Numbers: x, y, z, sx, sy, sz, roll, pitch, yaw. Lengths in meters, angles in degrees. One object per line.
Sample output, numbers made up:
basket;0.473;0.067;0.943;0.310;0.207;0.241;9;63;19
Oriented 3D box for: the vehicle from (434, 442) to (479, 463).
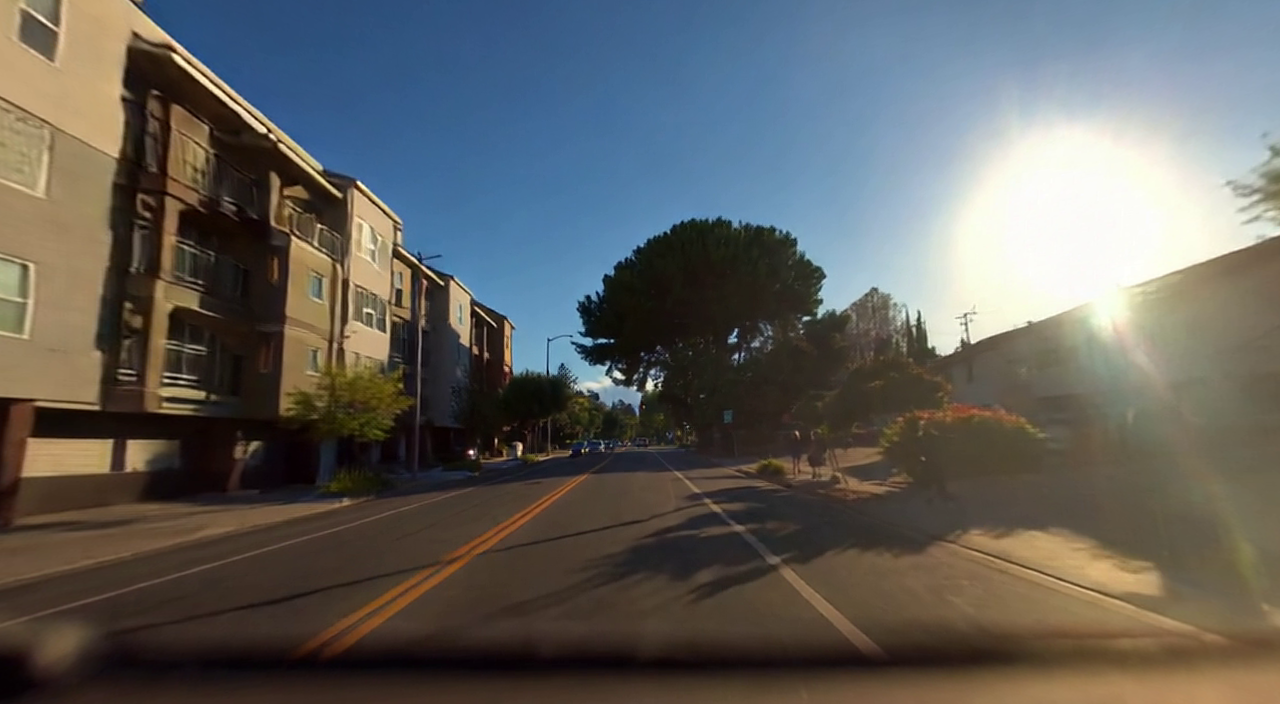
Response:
vehicle;-12.857;7.089;44.526;1.934;1.389;4.364;0;-9;-1
